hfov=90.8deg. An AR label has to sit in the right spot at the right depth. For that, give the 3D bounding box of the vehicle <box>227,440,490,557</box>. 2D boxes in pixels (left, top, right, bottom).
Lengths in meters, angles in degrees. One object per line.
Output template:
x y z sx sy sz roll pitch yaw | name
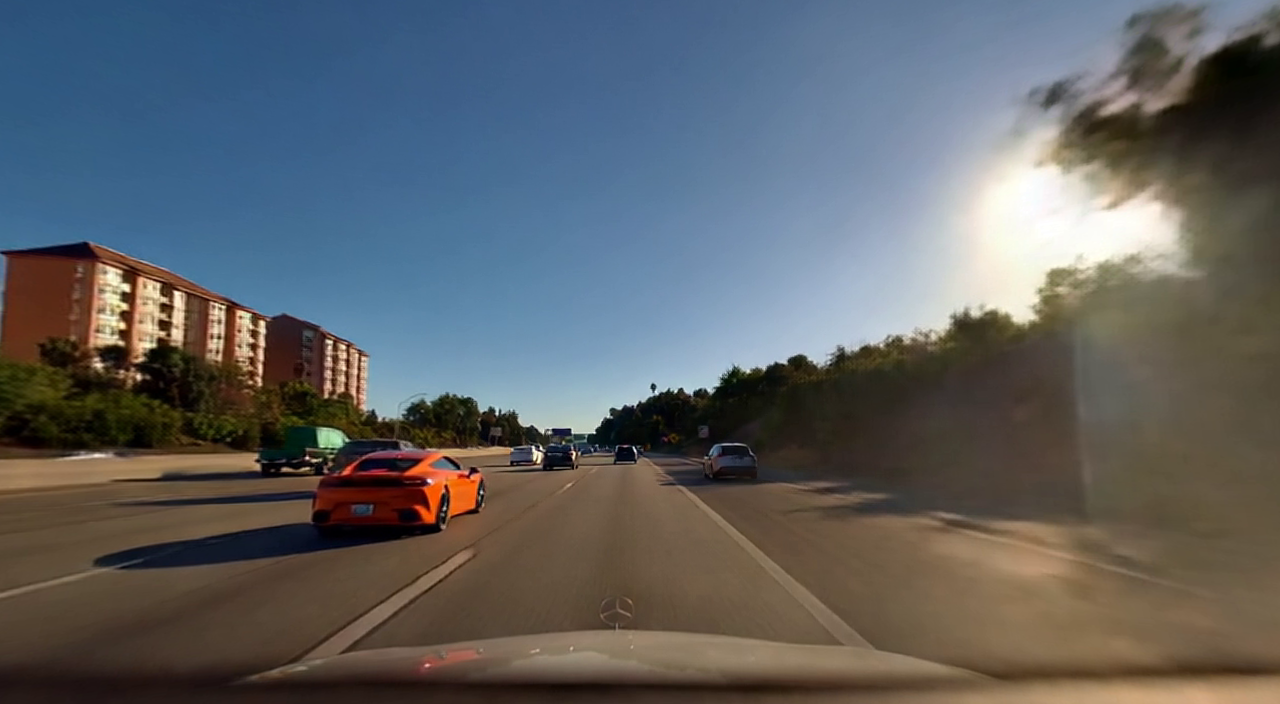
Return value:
-4.002 2.138 10.059 2.124 1.426 4.444 0 -8 0 | vehicle

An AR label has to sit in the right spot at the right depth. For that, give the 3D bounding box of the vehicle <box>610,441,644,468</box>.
-0.830 6.586 40.878 2.053 1.650 3.945 0 -8 -1 | vehicle

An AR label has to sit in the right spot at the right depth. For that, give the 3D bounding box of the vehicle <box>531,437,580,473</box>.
-4.390 5.425 33.437 2.044 1.774 4.329 0 -8 0 | vehicle

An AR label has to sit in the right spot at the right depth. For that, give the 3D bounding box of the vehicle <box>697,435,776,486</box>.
3.338 3.857 22.798 2.061 1.658 4.417 0 -8 -2 | vehicle

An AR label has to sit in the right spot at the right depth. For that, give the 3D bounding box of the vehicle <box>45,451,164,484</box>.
-25.996 5.587 30.916 1.816 1.457 4.598 0 -8 0 | vehicle
